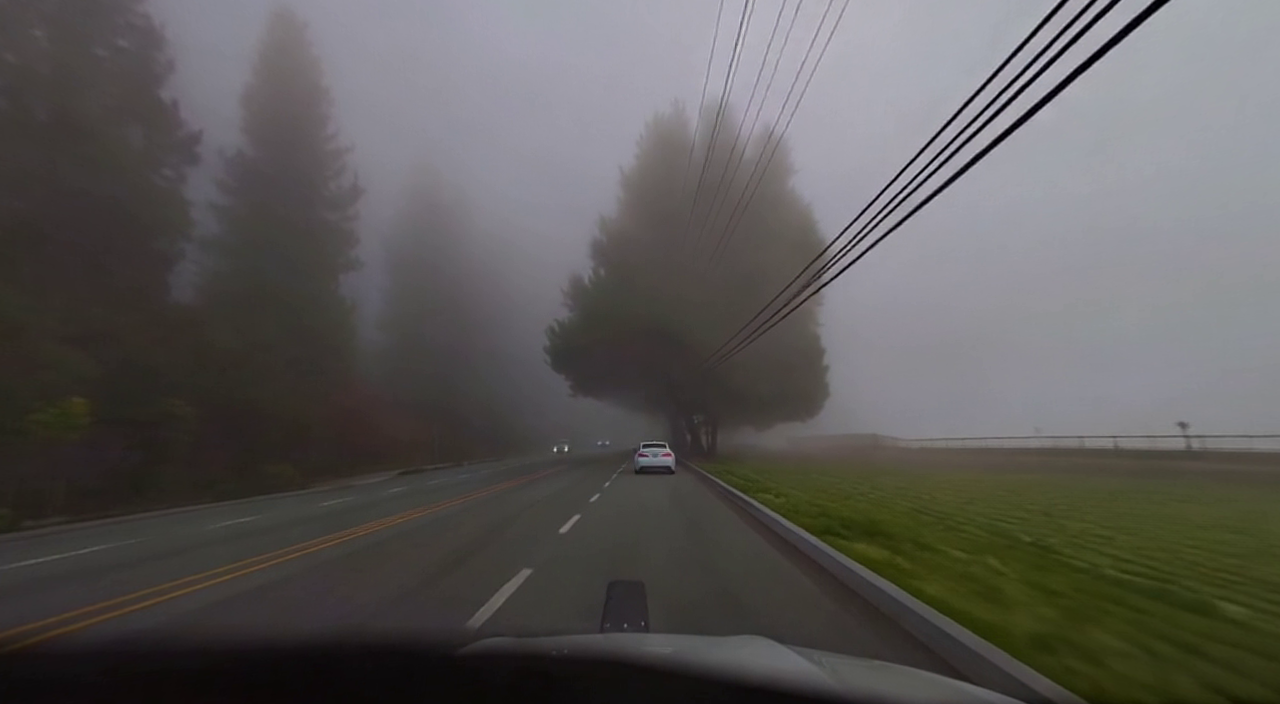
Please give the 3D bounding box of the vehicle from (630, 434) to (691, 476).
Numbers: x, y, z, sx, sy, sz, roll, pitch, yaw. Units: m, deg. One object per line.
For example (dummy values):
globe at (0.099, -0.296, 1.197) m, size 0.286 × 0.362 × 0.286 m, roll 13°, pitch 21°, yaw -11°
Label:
vehicle at (0.738, 3.938, 24.291) m, size 2.153 × 1.461 × 4.374 m, roll 0°, pitch -8°, yaw 1°
